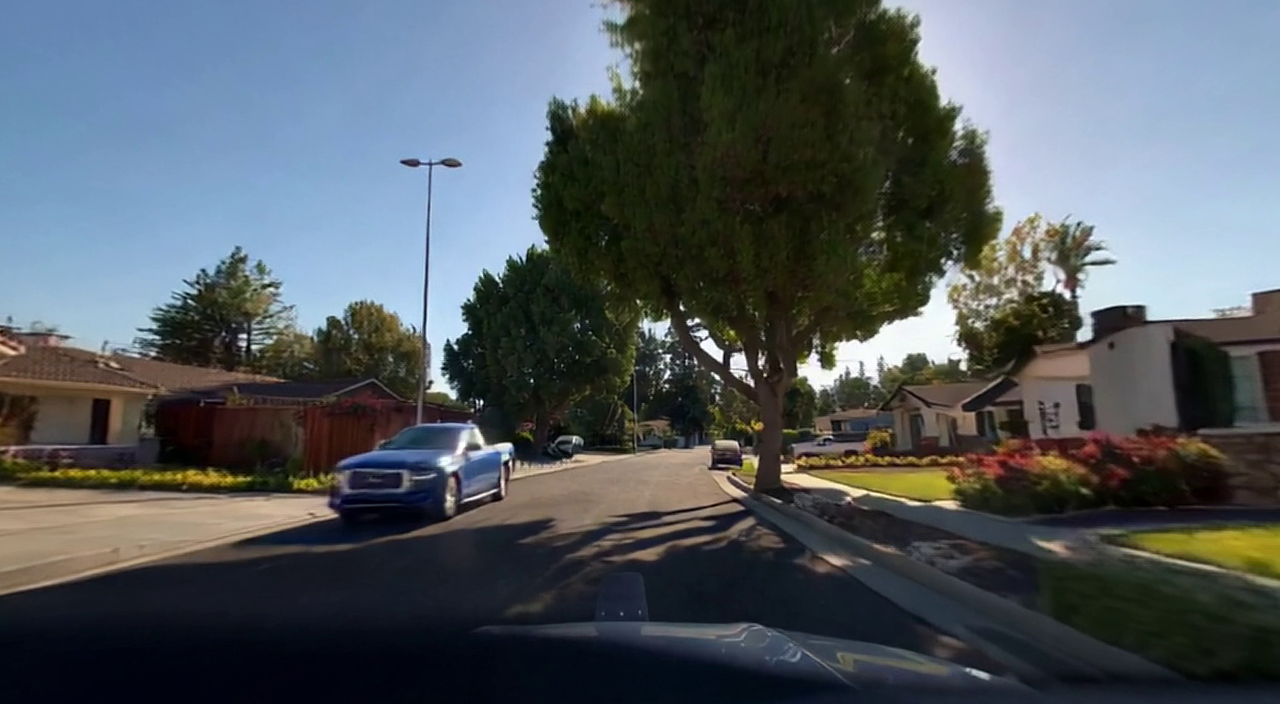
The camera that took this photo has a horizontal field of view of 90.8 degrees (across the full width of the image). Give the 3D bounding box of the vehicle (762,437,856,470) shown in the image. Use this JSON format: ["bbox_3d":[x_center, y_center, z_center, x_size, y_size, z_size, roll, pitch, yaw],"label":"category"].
[{"bbox_3d":[8.319,4.994,31.361,4.057,1.483,1.828,0,-7,-4],"label":"vehicle"}]

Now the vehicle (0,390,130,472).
[{"bbox_3d":[-21.111,2.798,22.341,4.119,2.697,2.226,-1,-7,2],"label":"vehicle"}]

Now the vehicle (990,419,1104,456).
[{"bbox_3d":[18.566,3.921,29.023,3.903,1.592,1.921,-1,-7,14],"label":"vehicle"}]

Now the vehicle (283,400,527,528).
[{"bbox_3d":[-4.337,2.285,13.504,2.274,2.008,6.986,0,-9,2],"label":"vehicle"}]

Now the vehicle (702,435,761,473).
[{"bbox_3d":[4.261,4.845,30.167,2.051,1.676,4.497,0,-9,-1],"label":"vehicle"}]
